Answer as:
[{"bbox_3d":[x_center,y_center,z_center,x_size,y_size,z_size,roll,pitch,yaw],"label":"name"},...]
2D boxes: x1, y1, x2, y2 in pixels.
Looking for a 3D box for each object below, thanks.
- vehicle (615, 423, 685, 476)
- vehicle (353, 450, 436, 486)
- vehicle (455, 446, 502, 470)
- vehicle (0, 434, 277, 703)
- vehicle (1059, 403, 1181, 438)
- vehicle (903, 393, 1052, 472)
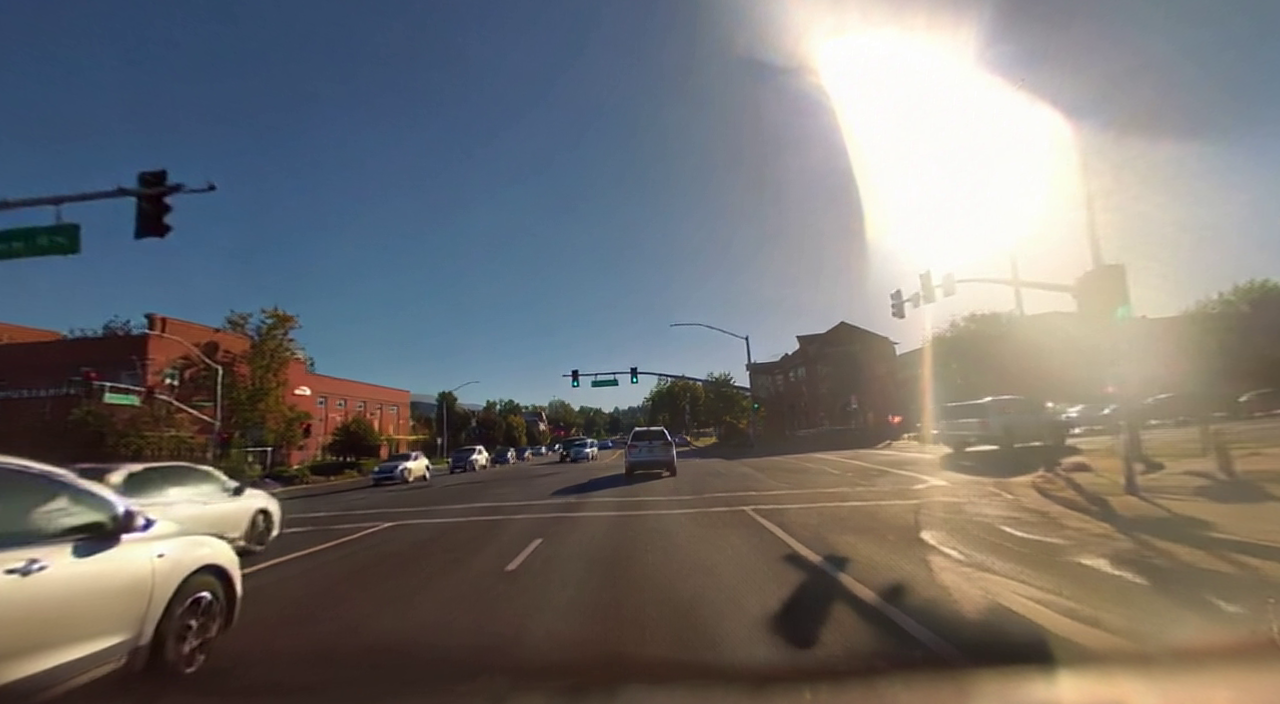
[{"bbox_3d":[0.313,3.878,25.249,2.513,1.854,5.235,0,-8,-1],"label":"vehicle"},{"bbox_3d":[-11.293,5.365,29.446,2.016,1.468,4.612,0,-8,0],"label":"vehicle"},{"bbox_3d":[-11.393,7.500,44.846,2.184,1.641,4.429,0,-8,0],"label":"vehicle"},{"bbox_3d":[-3.700,1.070,2.522,1.996,1.463,4.094,0,-8,1],"label":"vehicle"},{"bbox_3d":[25.585,3.694,33.735,4.769,1.486,2.043,-3,-8,1],"label":"vehicle"},{"bbox_3d":[10.895,2.609,20.117,5.877,2.148,2.452,8,-12,-44],"label":"vehicle"}]
